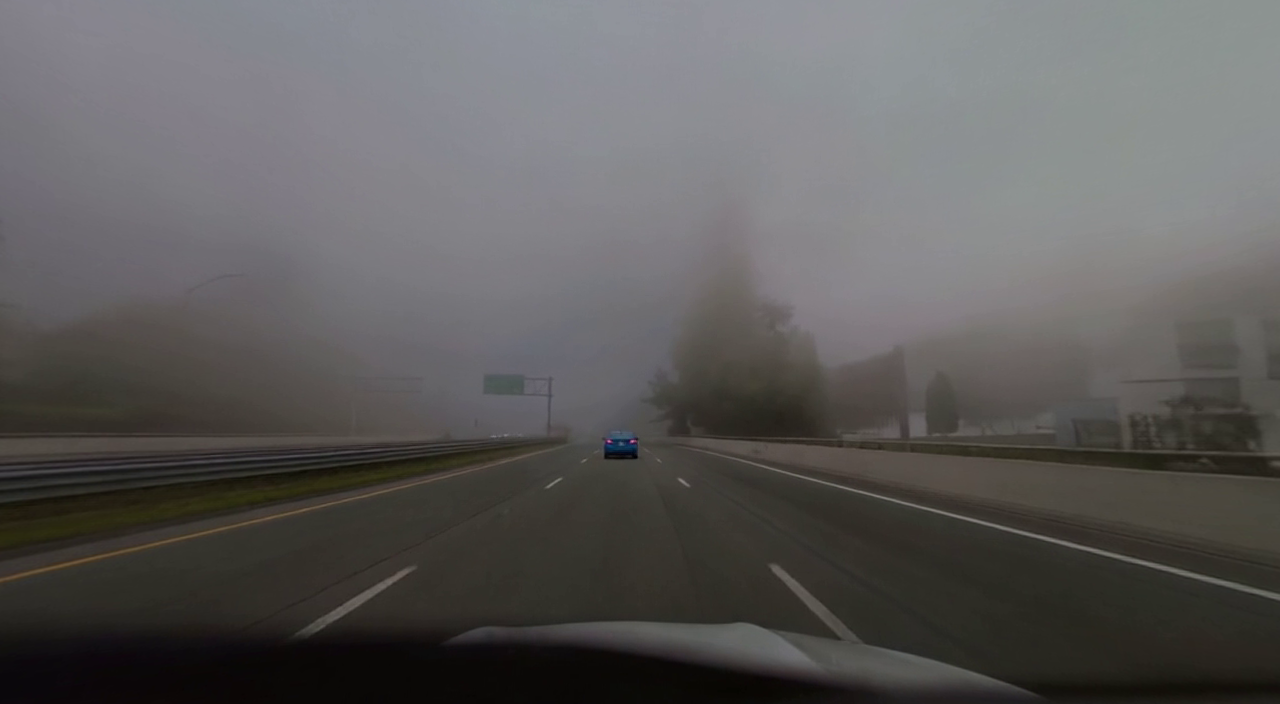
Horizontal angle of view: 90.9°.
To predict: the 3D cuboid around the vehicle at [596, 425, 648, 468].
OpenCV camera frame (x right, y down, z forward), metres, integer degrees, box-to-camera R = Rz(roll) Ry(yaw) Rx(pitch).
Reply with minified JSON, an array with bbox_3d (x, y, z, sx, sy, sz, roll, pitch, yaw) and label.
[{"bbox_3d":[-0.737,3.899,26.126,2.020,1.633,3.942,0,-8,-1],"label":"vehicle"}]
